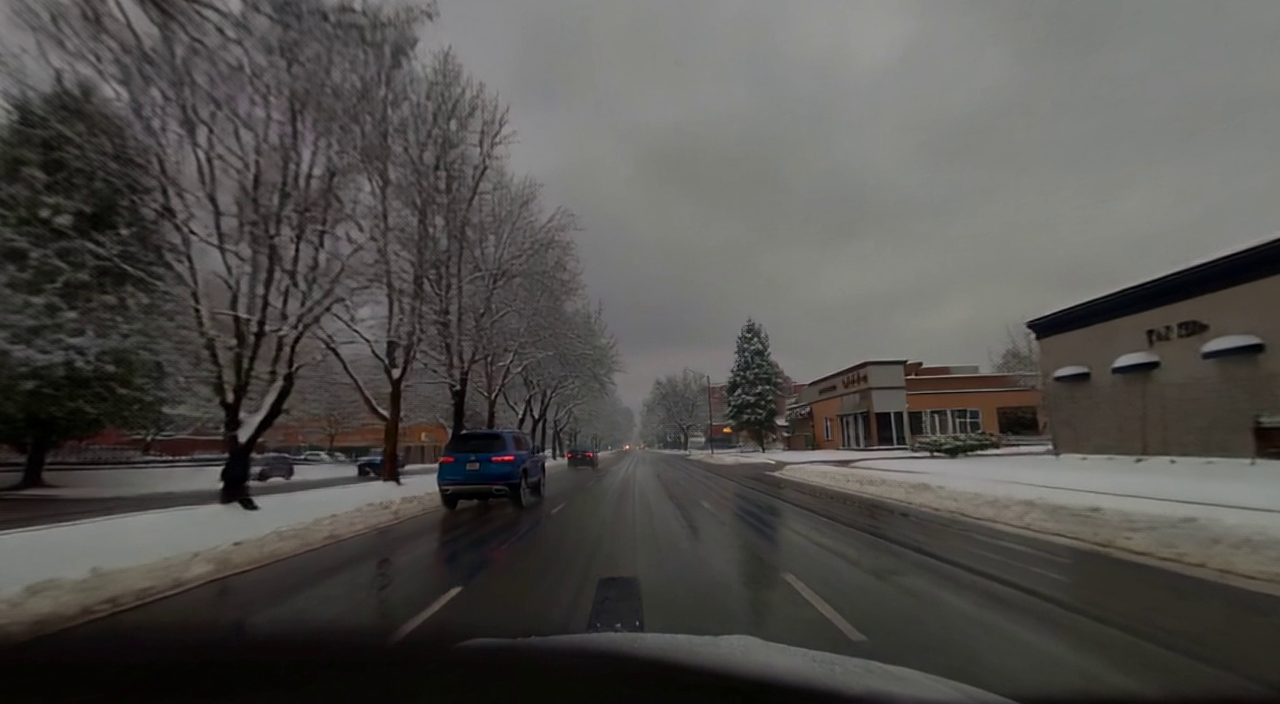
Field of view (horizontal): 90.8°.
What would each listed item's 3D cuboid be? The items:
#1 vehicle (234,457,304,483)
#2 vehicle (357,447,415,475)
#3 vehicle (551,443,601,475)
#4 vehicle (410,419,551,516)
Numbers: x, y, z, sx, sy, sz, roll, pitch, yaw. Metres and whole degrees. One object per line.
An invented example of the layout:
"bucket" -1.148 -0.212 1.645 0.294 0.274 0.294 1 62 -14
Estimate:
"vehicle" -22.993 7.312 39.351 1.906 1.494 3.966 0 -9 0
"vehicle" -16.505 7.071 41.349 1.963 1.712 4.436 0 -8 0
"vehicle" -3.118 5.336 31.700 2.069 1.470 4.601 0 -8 0
"vehicle" -3.325 2.504 14.158 2.042 1.817 4.364 0 -8 -1
